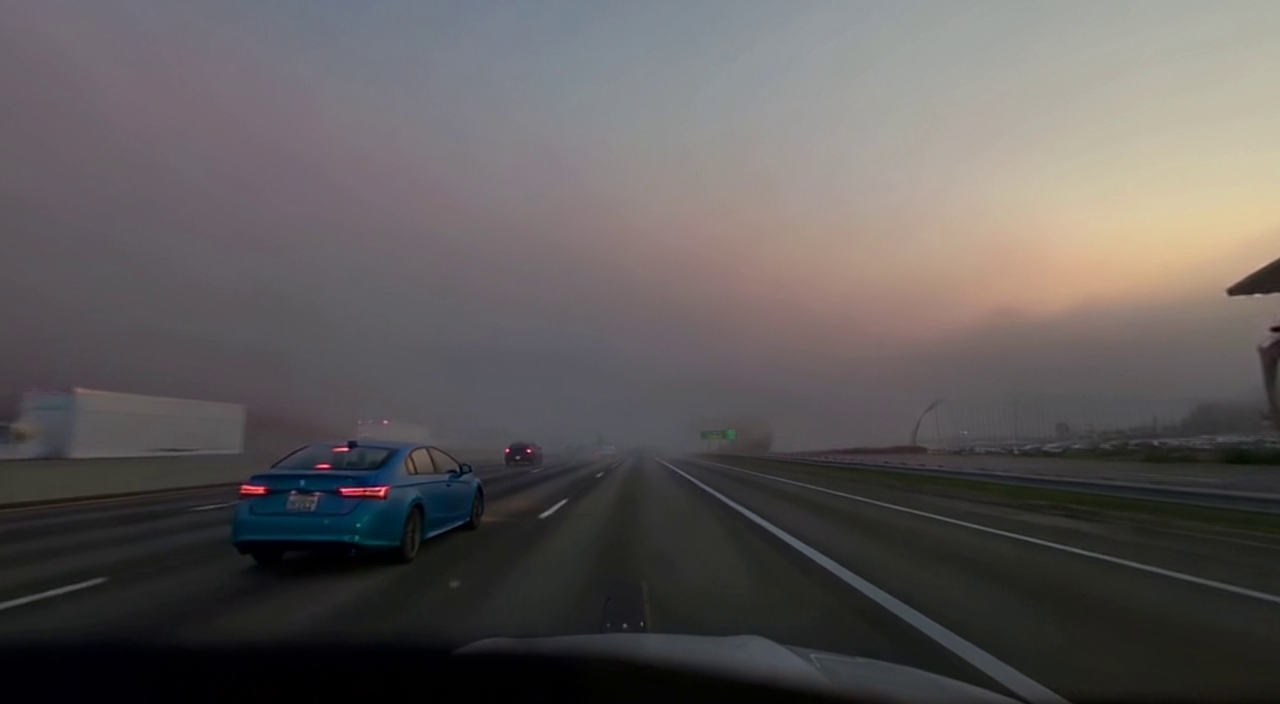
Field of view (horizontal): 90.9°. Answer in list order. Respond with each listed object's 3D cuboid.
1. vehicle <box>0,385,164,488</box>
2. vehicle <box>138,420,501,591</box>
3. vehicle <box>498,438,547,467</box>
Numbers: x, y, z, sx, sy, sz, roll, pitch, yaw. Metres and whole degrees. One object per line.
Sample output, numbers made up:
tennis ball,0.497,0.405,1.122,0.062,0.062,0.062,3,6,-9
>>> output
vehicle,-24.900,3.704,27.468,2.919,3.931,6.663,0,-8,0
vehicle,-3.532,1.795,8.382,2.144,1.565,4.951,0,-8,1
vehicle,-7.232,6.217,39.265,2.118,1.675,4.395,0,-8,1
